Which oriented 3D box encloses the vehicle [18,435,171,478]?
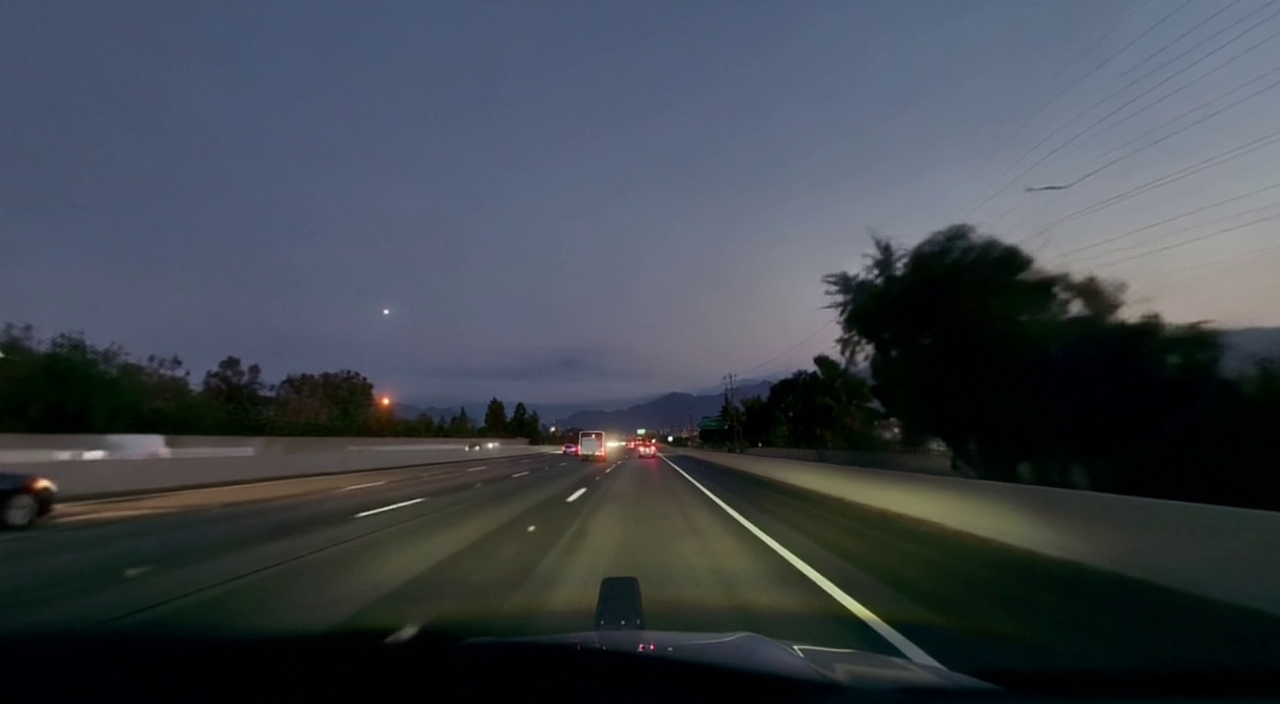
[{"bbox_3d":[-29.266,5.619,34.127,2.366,2.109,6.534,0,-8,1],"label":"vehicle"}]

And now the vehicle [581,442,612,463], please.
[{"bbox_3d":[-3.288,7.715,48.299,2.046,1.478,4.111,0,-8,0],"label":"vehicle"}]

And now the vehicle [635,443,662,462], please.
[{"bbox_3d":[0.637,7.855,49.309,2.057,1.453,3.926,0,-8,0],"label":"vehicle"}]
